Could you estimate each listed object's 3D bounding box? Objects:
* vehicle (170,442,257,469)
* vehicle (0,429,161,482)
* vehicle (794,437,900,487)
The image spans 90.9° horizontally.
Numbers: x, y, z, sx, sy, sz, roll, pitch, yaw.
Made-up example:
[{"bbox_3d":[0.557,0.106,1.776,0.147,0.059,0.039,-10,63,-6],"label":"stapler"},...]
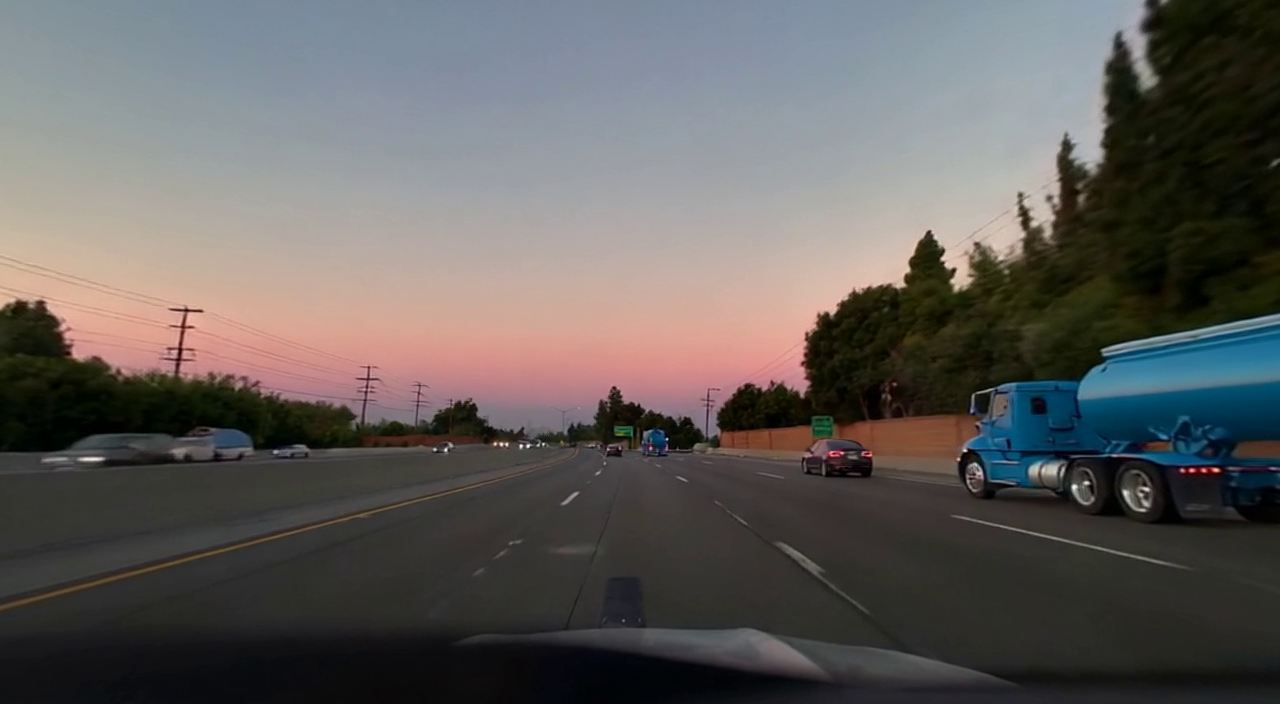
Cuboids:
[{"bbox_3d":[-25.347,6.162,37.711,2.173,1.484,4.570,0,-8,-2],"label":"vehicle"},{"bbox_3d":[-21.411,3.959,24.318,2.046,1.806,4.883,0,-8,-1],"label":"vehicle"},{"bbox_3d":[6.806,3.656,21.358,1.905,1.480,4.624,0,-8,-2],"label":"vehicle"}]
